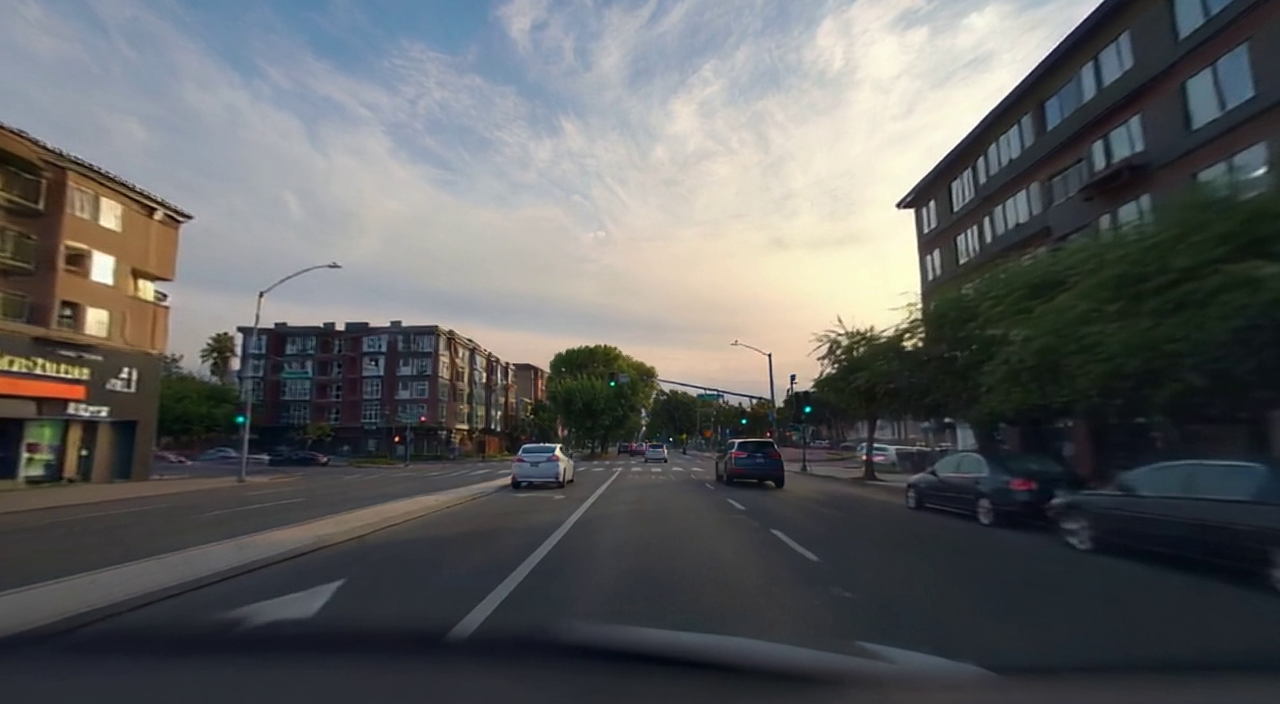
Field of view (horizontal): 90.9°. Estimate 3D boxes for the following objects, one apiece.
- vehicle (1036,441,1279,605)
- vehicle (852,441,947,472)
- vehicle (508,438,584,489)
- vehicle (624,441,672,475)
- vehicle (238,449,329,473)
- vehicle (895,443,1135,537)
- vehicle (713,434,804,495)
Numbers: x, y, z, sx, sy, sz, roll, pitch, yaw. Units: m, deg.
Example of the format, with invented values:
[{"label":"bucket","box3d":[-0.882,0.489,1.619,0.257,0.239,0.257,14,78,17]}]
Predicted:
[{"label":"vehicle","box3d":[6.772,1.690,6.641,1.920,1.473,4.898,0,-8,-2]},{"label":"vehicle","box3d":[15.877,6.401,38.745,4.921,1.841,1.957,0,-8,0]},{"label":"vehicle","box3d":[-3.007,3.661,20.987,1.860,1.510,4.073,0,-8,1]},{"label":"vehicle","box3d":[0.357,5.005,29.975,2.103,1.468,4.094,0,-8,0]},{"label":"vehicle","box3d":[-23.580,7.202,41.784,4.890,1.514,1.908,0,-8,0]},{"label":"vehicle","box3d":[6.936,2.543,12.339,2.022,1.491,4.194,0,-8,-1]},{"label":"vehicle","box3d":[3.429,3.347,19.062,1.987,1.637,3.896,0,-8,0]}]
